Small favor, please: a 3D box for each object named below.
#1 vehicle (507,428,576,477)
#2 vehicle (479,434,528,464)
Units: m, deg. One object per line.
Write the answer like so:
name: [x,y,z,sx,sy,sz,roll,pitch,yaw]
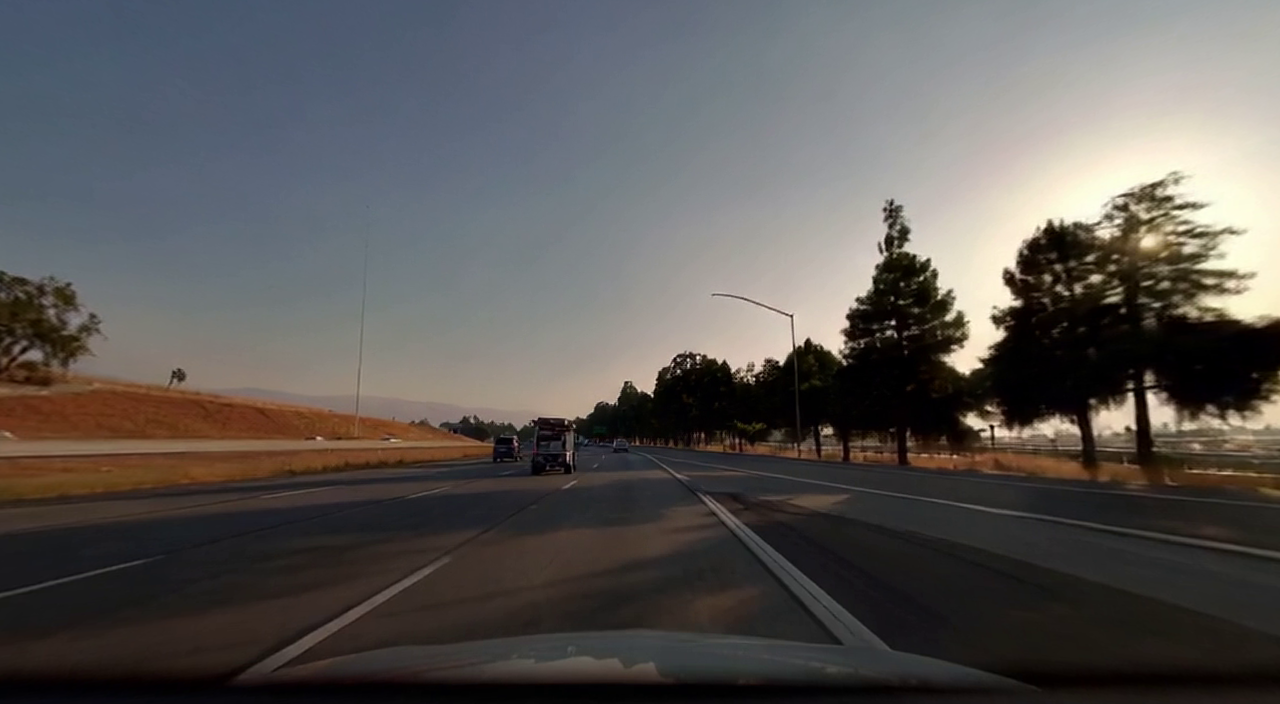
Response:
vehicle: [-3.739,3.902,24.517,2.194,1.766,3.720,0,-8,-2]
vehicle: [-8.423,6.072,39.232,2.078,1.729,4.722,0,-8,-1]
